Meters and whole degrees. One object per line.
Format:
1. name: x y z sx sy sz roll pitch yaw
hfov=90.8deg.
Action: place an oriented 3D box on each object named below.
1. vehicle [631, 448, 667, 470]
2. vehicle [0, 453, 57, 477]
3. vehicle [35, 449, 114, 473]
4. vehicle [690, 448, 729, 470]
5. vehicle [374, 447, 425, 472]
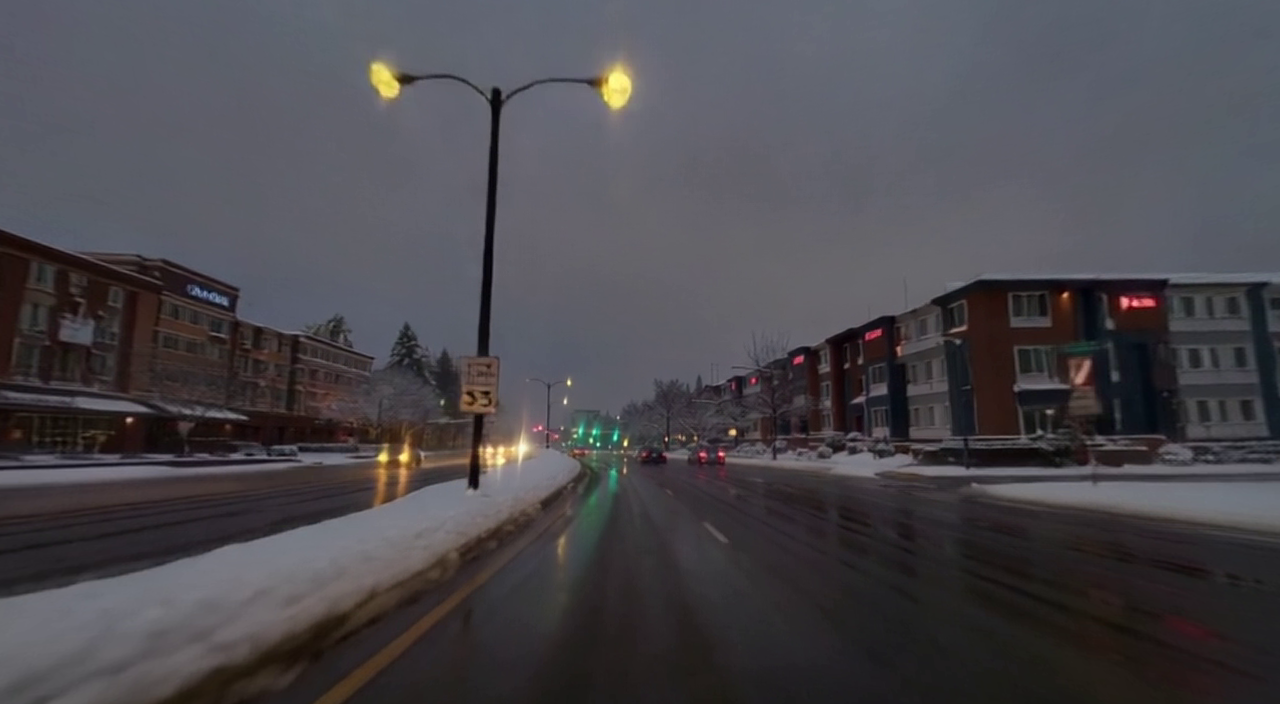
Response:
1. vehicle: 0.544 7.563 44.943 2.020 1.479 4.650 1 -9 -6
2. vehicle: -40.115 7.145 40.218 1.789 1.445 4.752 0 -9 -5
3. vehicle: -40.694 7.833 45.616 1.847 1.627 4.481 1 -9 -6
4. vehicle: 4.867 7.582 44.854 1.932 1.439 4.159 1 -9 -6
5. vehicle: -15.418 6.881 40.737 1.915 1.483 4.210 0 -9 -5
